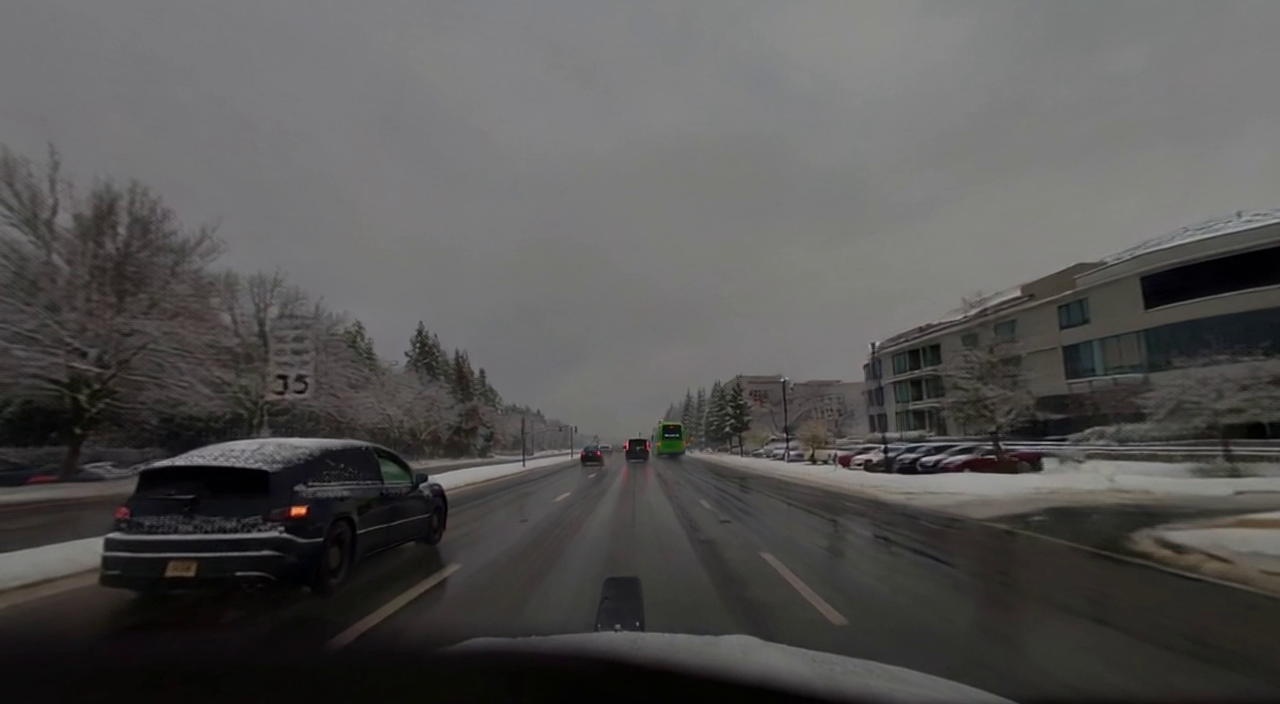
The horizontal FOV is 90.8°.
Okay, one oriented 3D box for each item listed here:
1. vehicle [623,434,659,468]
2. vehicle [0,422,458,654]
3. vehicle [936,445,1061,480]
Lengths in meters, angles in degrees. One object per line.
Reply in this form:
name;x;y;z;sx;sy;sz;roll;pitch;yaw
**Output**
vehicle;0.047;6.670;42.768;2.336;2.122;5.207;0;-9;0
vehicle;-3.595;1.548;6.415;2.120;1.481;4.535;0;-9;0
vehicle;16.611;5.123;29.437;4.682;1.507;1.878;0;-9;0
